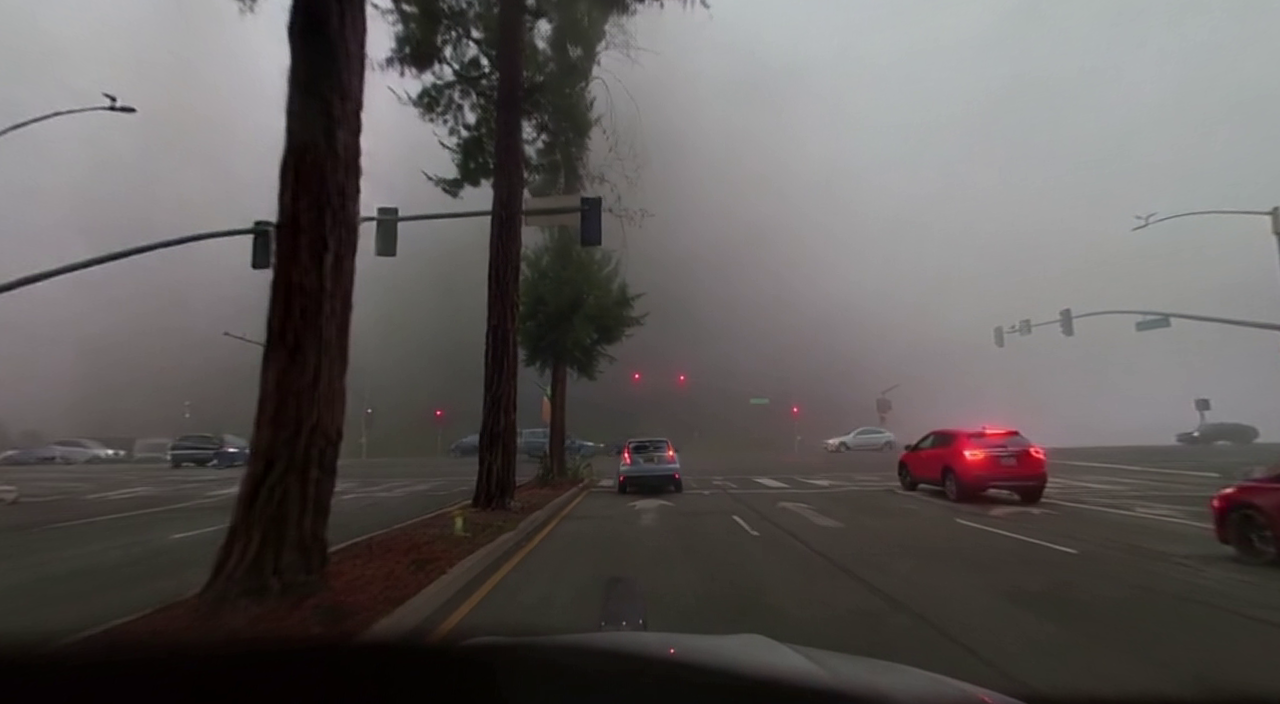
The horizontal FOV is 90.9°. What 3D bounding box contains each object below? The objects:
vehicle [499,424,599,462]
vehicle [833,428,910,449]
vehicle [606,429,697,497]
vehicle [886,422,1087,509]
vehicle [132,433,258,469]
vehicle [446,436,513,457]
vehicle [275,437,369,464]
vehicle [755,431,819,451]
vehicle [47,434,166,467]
[{"bbox_3d":[-4.549,4.660,32.252,4.786,1.803,1.967,-1,-8,1],"label":"vehicle"},{"bbox_3d":[16.150,6.074,44.226,4.667,1.450,1.818,0,-8,1],"label":"vehicle"},{"bbox_3d":[0.220,2.778,16.106,2.041,1.485,3.813,0,-8,-1],"label":"vehicle"},{"bbox_3d":[7.228,2.404,13.798,1.901,1.577,4.348,0,-8,0],"label":"vehicle"},{"bbox_3d":[-22.721,5.066,32.333,4.921,1.757,2.036,-1,-8,2],"label":"vehicle"},{"bbox_3d":[-12.081,7.136,47.707,4.564,1.475,1.767,0,-8,1],"label":"vehicle"},{"bbox_3d":[-18.023,5.588,35.868,4.399,1.445,1.769,-1,-8,2],"label":"vehicle"},{"bbox_3d":[11.265,6.851,48.548,4.507,1.440,1.736,0,-8,-1],"label":"vehicle"},{"bbox_3d":[-30.124,5.578,35.703,4.833,1.784,2.027,0,-8,0],"label":"vehicle"}]
